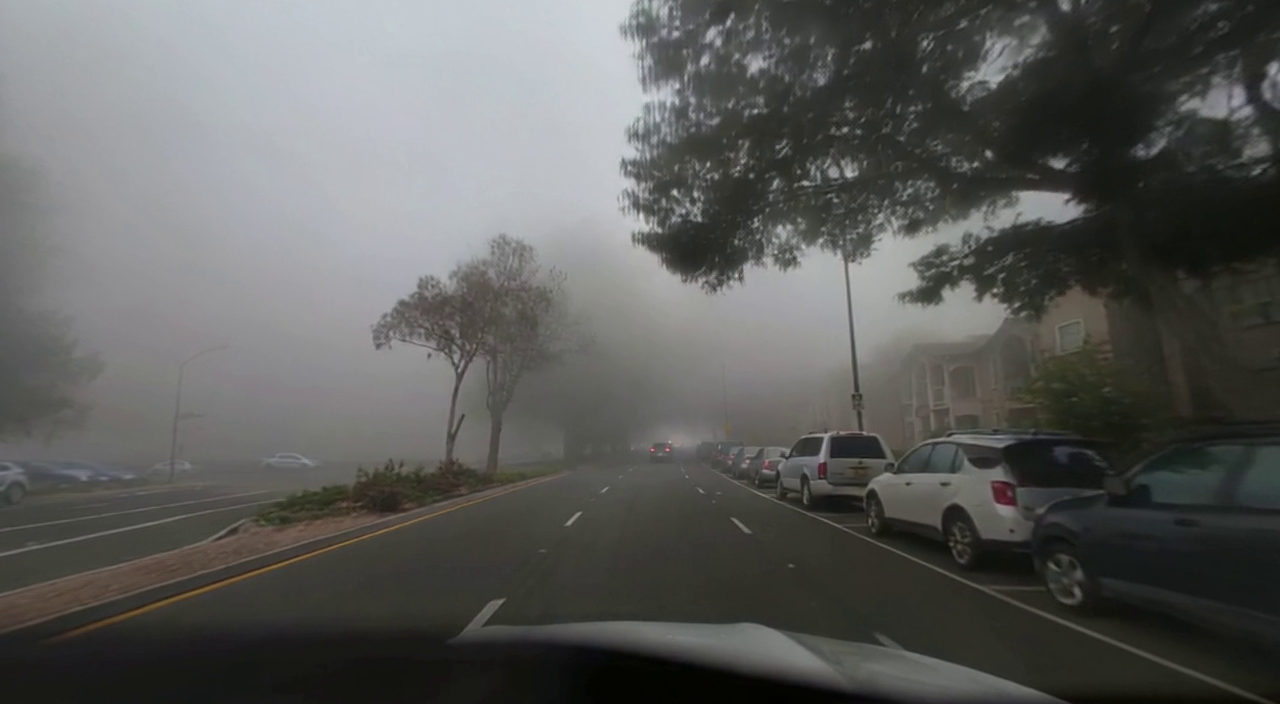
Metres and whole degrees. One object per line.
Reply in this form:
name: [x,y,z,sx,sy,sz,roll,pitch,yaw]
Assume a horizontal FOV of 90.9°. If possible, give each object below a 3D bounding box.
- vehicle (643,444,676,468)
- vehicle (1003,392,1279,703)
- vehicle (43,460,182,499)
vehicle: [1.290,6.727,40.953,2.011,1.480,4.170,-1,-9,2]
vehicle: [4.427,1.112,3.837,2.011,1.649,4.001,0,-9,0]
vehicle: [-23.086,5.572,27.884,1.909,1.451,4.757,-1,-9,2]
